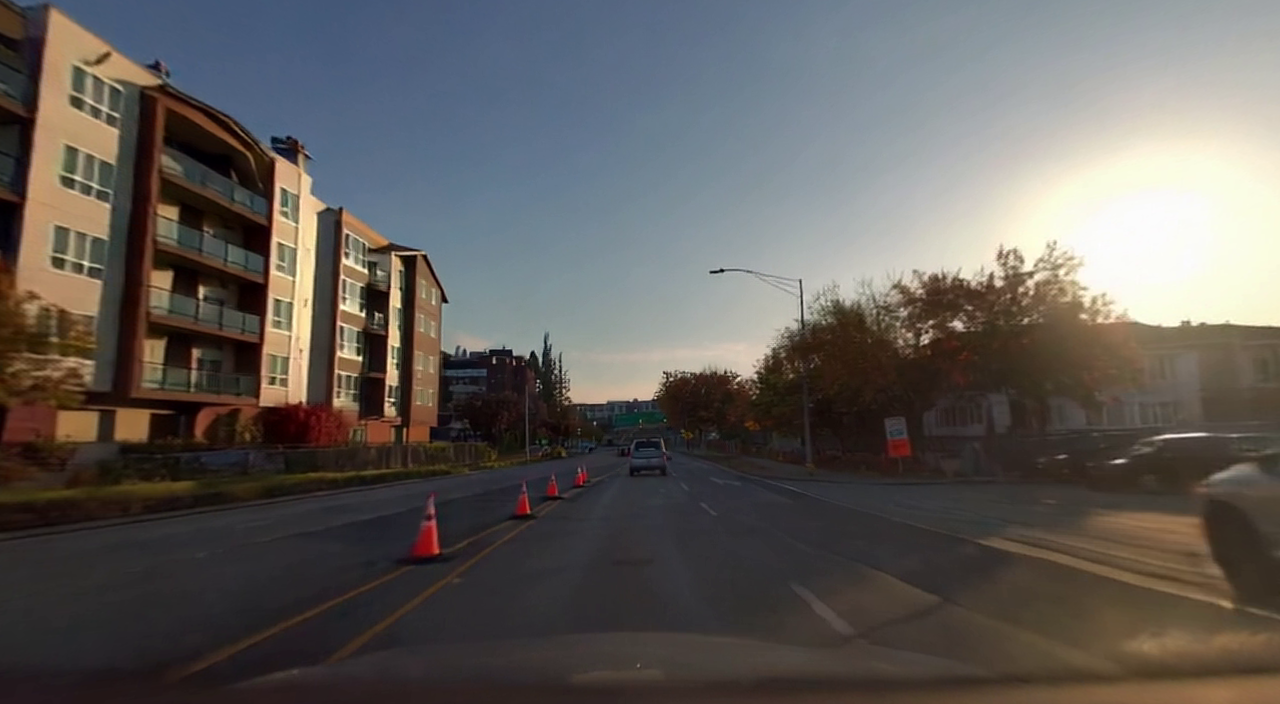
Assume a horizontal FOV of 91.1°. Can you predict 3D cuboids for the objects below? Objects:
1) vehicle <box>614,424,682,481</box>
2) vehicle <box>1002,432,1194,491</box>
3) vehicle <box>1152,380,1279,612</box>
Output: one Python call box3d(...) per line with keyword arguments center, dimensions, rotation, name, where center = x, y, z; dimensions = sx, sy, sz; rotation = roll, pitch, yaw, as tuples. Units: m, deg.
box3d(center=(0.423, 4.598, 28.935), dimensions=(2.762, 2.309, 6.723), rotation=(-1, -9, 2), name="vehicle")
box3d(center=(14.970, 3.600, 20.771), dimensions=(4.655, 1.798, 2.050), rotation=(-1, -9, 0), name="vehicle")
box3d(center=(5.834, 0.988, 3.900), dimensions=(2.120, 1.828, 5.531), rotation=(-3, -9, 18), name="vehicle")
